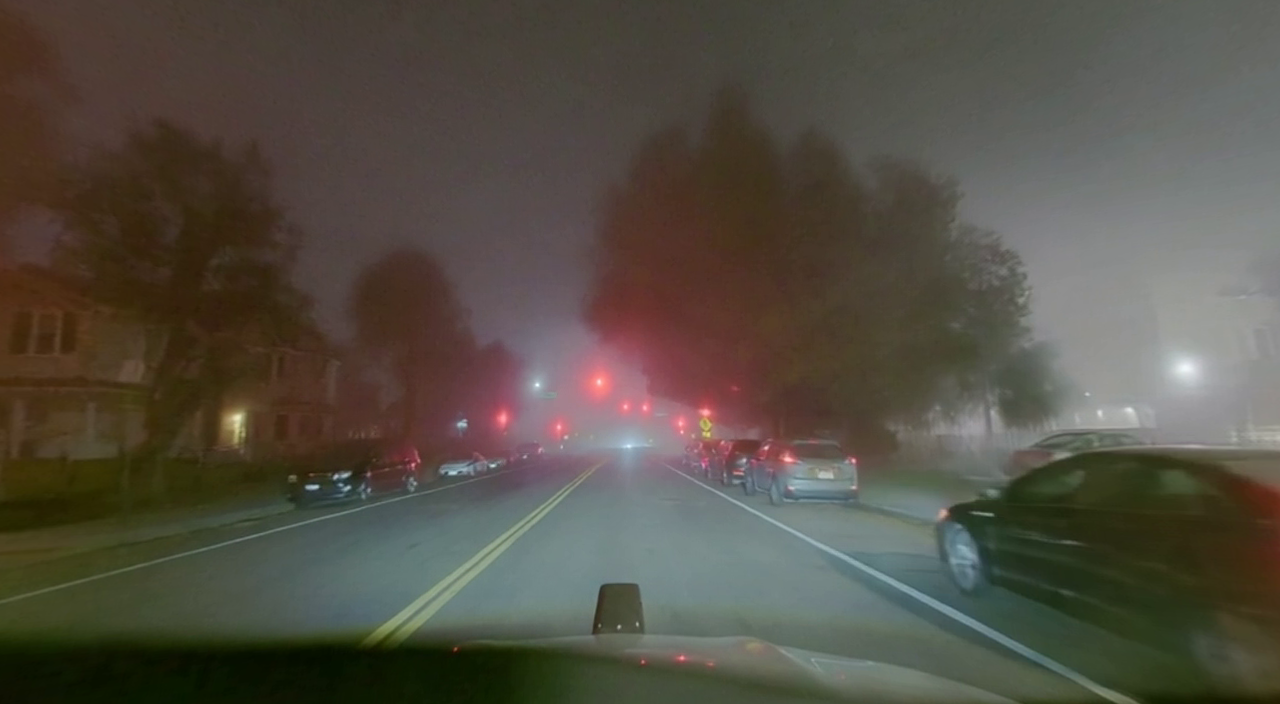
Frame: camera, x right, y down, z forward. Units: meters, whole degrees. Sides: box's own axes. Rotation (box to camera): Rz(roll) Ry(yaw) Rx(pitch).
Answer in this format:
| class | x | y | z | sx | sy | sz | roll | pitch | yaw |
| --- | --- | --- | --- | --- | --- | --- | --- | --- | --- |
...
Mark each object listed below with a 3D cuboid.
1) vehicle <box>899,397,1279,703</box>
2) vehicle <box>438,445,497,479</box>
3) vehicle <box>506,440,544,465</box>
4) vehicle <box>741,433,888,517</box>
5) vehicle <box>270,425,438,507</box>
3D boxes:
| class | x | y | z | sx | sy | sz | roll | pitch | yaw |
| --- | --- | --- | --- | --- | --- | --- | --- | --- | --- |
| vehicle | 3.871 | 1.221 | 4.539 | 1.955 | 1.536 | 4.395 | 0 | -8 | -3 |
| vehicle | -8.347 | 5.332 | 30.949 | 1.860 | 1.476 | 4.594 | 0 | -8 | -4 |
| vehicle | -8.549 | 7.541 | 47.410 | 2.007 | 1.773 | 4.759 | 0 | -8 | 0 |
| vehicle | 3.541 | 2.565 | 13.717 | 1.809 | 1.513 | 4.264 | 0 | -8 | -2 |
| vehicle | -7.978 | 3.238 | 18.500 | 2.420 | 2.004 | 5.615 | 0 | -8 | -2 |
